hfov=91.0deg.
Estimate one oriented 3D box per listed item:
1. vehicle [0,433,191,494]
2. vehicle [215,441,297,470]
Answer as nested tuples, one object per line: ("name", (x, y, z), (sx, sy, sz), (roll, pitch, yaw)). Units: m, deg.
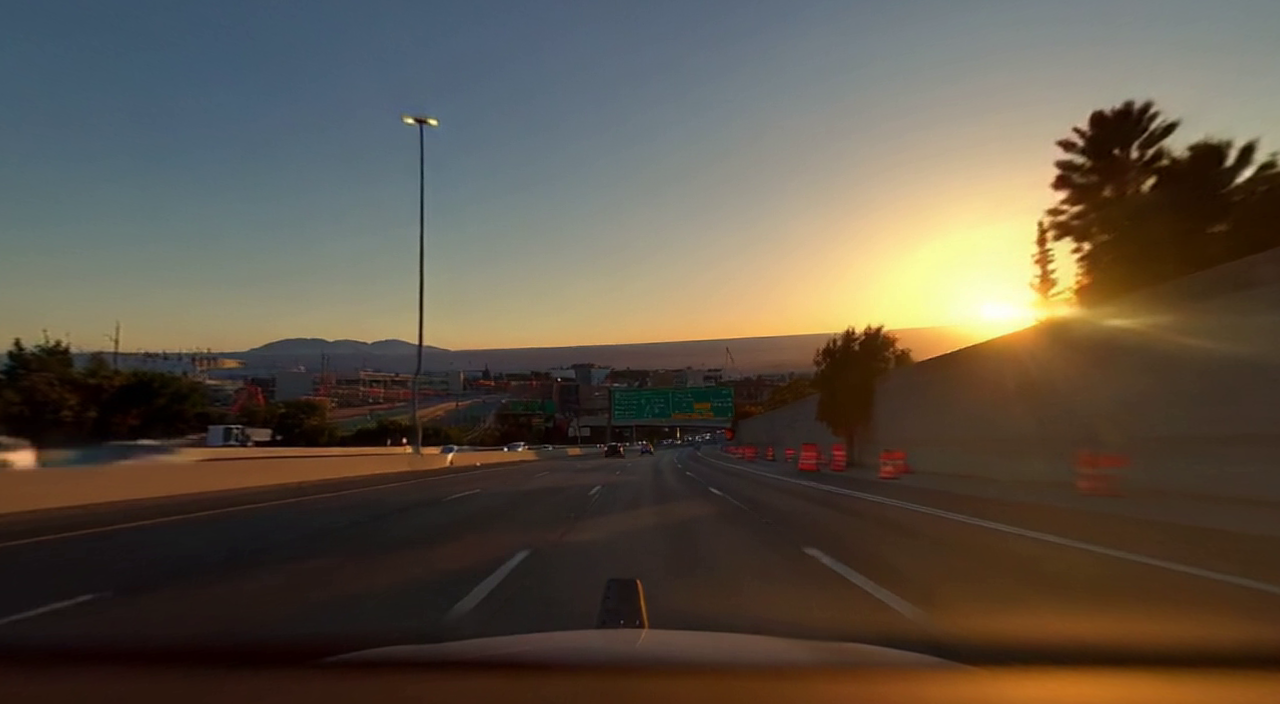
("vehicle", (-15.651, 3.167, 18.211), (1.945, 1.515, 4.455), (0, -9, 1))
("vehicle", (-22.476, 6.071, 37.075), (1.869, 1.556, 4.539), (0, -9, 1))
